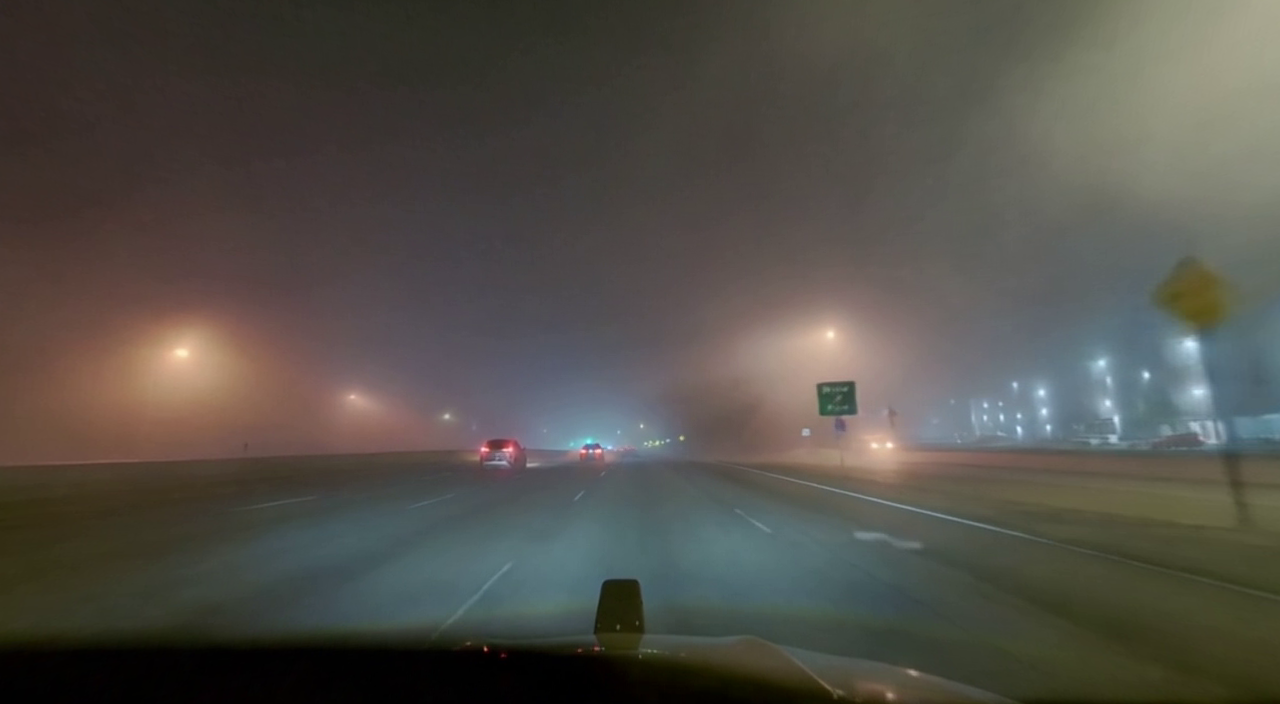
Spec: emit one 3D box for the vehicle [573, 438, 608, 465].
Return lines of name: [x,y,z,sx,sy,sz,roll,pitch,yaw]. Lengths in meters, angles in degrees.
vehicle: [-3.280,6.696,42.649,2.027,1.697,4.307,0,-8,0]

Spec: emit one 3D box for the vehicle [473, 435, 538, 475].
vehicle: [-6.386,4.920,30.487,2.015,1.762,4.790,0,-8,1]
